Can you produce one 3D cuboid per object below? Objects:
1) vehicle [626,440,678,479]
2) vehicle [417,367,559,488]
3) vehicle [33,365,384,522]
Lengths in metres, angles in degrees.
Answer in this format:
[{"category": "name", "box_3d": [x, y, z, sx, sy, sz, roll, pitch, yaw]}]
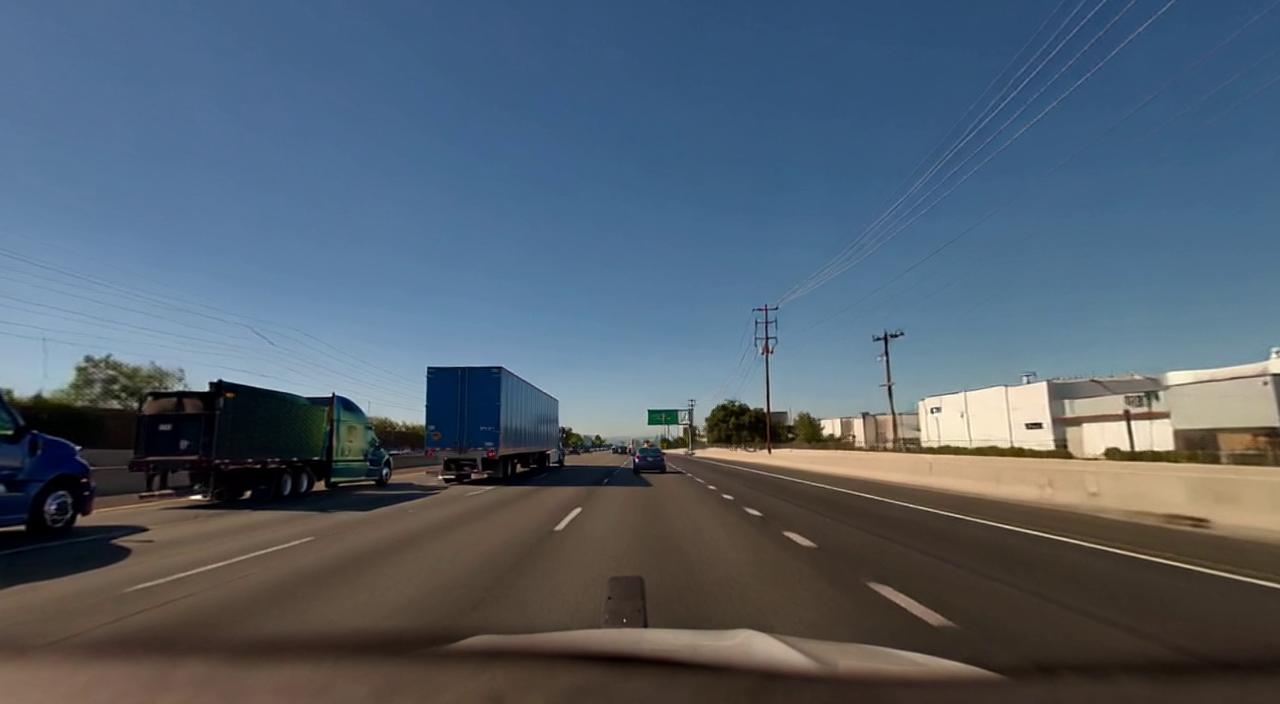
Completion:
[{"category": "vehicle", "box_3d": [0.445, 4.600, 27.236, 2.055, 1.514, 4.323, 0, -8, -1]}, {"category": "vehicle", "box_3d": [-6.118, 3.677, 29.095, 2.907, 4.081, 15.311, 0, -8, 0]}, {"category": "vehicle", "box_3d": [-10.546, 2.519, 17.415, 2.896, 3.140, 9.491, 0, -8, 0]}]
